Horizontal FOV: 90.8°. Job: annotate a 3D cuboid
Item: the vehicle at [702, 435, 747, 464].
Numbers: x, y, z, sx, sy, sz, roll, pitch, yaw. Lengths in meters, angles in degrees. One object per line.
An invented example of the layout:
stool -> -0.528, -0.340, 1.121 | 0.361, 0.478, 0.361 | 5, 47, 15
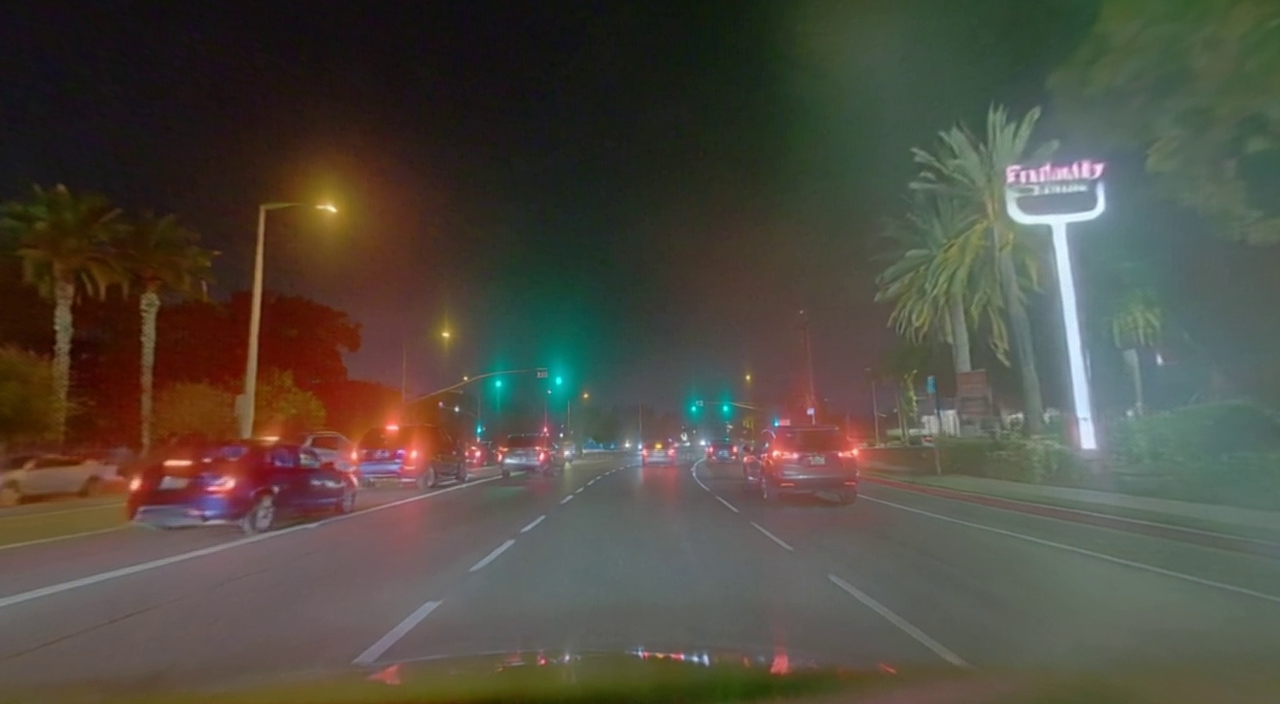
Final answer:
vehicle -> 4.664, 5.473, 35.602 | 2.149, 1.532, 4.168 | -1, -8, 3

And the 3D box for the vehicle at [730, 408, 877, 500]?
vehicle -> 3.820, 2.536, 15.968 | 2.267, 1.931, 5.145 | 0, -8, -1

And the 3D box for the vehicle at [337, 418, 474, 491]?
vehicle -> -6.767, 3.039, 18.920 | 2.127, 1.888, 4.637 | -1, -8, 2

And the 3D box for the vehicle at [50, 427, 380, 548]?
vehicle -> -6.353, 2.067, 10.430 | 1.935, 1.483, 4.973 | 0, -8, 1

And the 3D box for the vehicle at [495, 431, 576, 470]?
vehicle -> -5.020, 4.840, 31.174 | 2.088, 1.746, 4.650 | -3, -9, 17

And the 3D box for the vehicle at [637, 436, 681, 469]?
vehicle -> 1.003, 4.989, 31.529 | 2.057, 1.492, 3.825 | -1, -8, 4
